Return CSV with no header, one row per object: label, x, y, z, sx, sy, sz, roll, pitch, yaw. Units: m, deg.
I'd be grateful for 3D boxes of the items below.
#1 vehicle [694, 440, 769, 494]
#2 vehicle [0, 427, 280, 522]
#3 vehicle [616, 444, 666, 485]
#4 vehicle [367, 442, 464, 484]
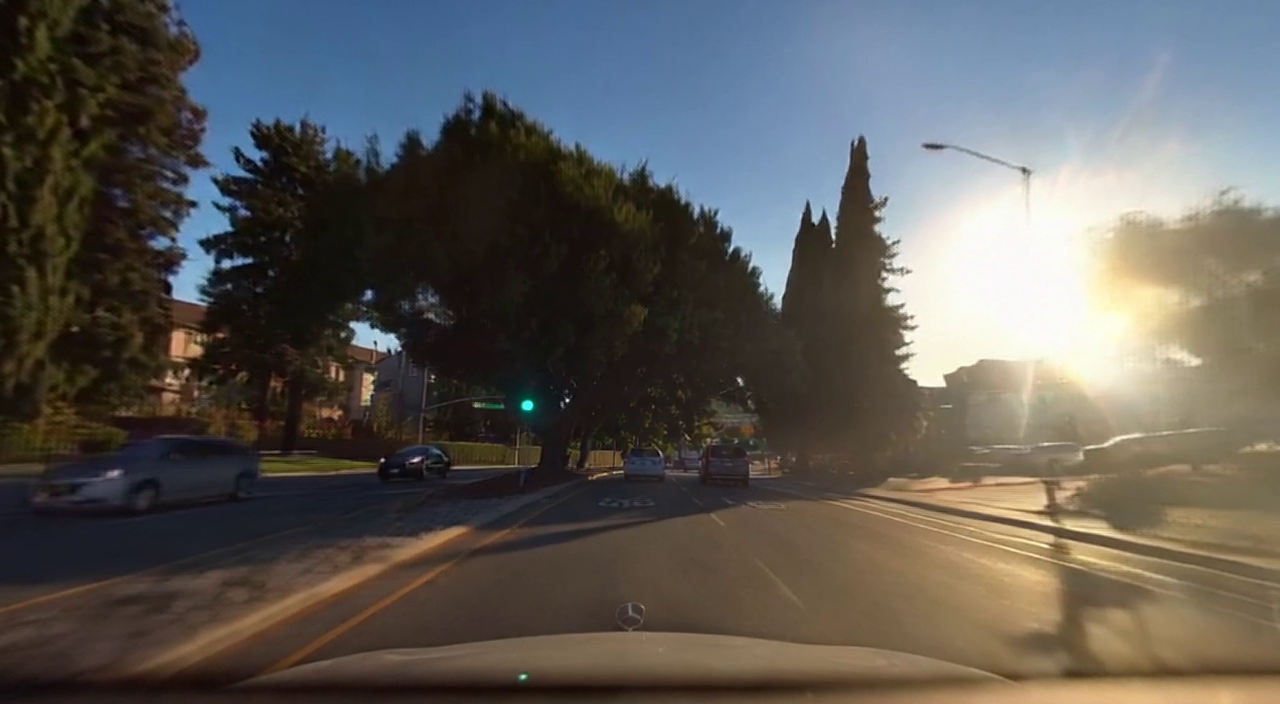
vehicle,3.297,4.240,23.610,2.166,1.799,4.372,0,-8,0
vehicle,-9.176,2.256,12.156,1.829,1.463,4.403,0,-8,0
vehicle,0.128,5.356,30.398,2.185,1.822,4.391,0,-8,2
vehicle,-8.867,4.405,25.381,1.991,1.503,4.688,-1,-8,3
